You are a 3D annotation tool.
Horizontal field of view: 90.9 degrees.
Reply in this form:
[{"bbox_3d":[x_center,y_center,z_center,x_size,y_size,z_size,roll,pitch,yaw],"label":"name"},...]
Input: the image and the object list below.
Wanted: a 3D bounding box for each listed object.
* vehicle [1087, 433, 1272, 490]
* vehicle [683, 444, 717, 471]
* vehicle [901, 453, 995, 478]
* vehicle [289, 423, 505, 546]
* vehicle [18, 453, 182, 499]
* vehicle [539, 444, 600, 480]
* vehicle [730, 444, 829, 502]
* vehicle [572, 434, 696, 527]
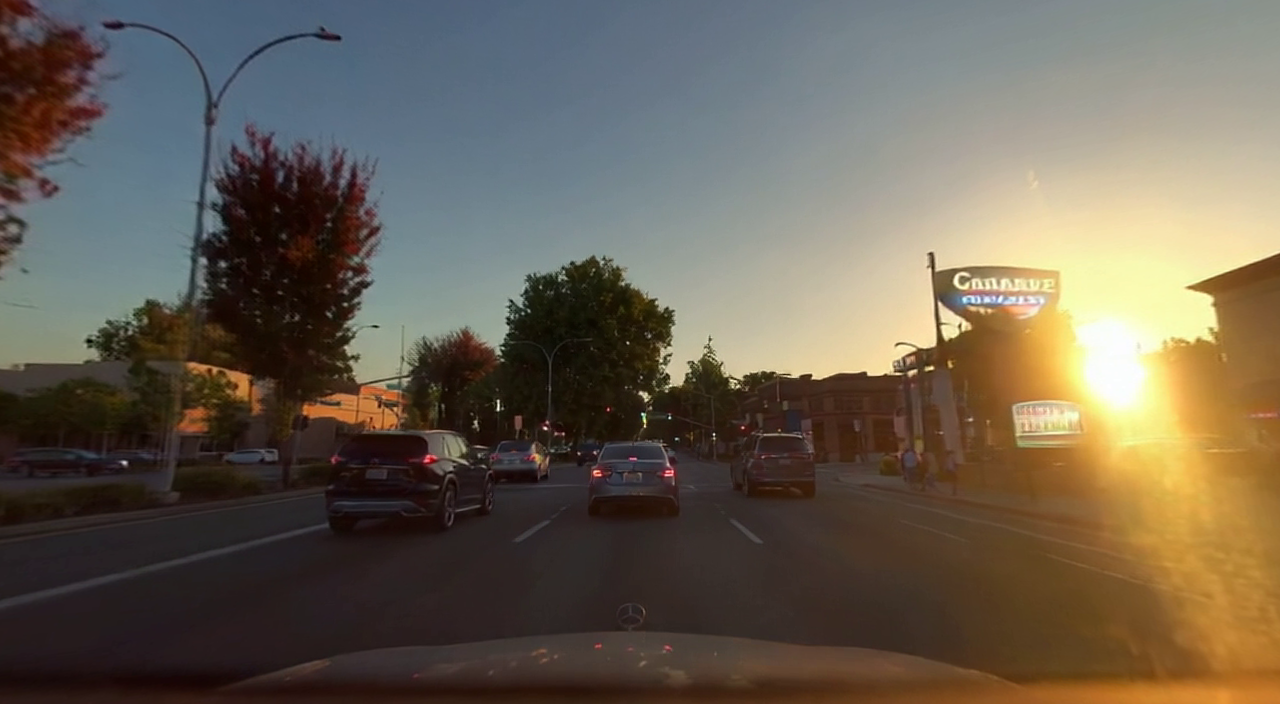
[{"bbox_3d":[17.802,3.591,21.043,1.907,1.669,4.147,5,-10,-29],"label":"vehicle"},{"bbox_3d":[3.859,6.805,40.935,1.848,1.665,3.747,0,-8,0],"label":"vehicle"},{"bbox_3d":[19.187,7.103,39.424,4.795,1.457,1.986,0,-9,4],"label":"vehicle"},{"bbox_3d":[-3.814,2.133,10.815,1.983,1.685,3.997,0,-8,2],"label":"vehicle"},{"bbox_3d":[-19.478,4.464,23.082,1.888,1.435,4.574,0,-8,1],"label":"vehicle"},{"bbox_3d":[-3.043,4.846,28.116,2.126,1.490,4.265,0,-8,1],"label":"vehicle"},{"bbox_3d":[3.934,3.449,18.501,1.979,1.485,4.207,0,-8,1],"label":"vehicle"},{"bbox_3d":[-0.111,2.507,12.862,2.121,1.563,4.031,0,-8,0],"label":"vehicle"}]
